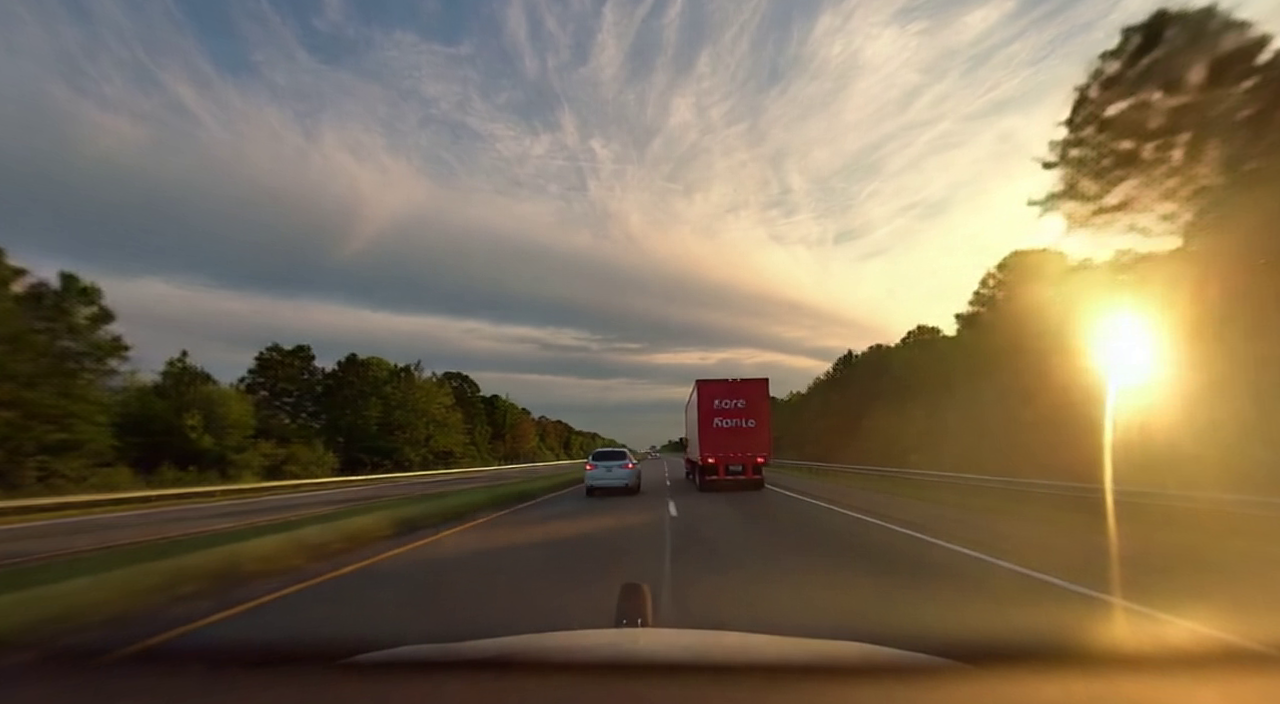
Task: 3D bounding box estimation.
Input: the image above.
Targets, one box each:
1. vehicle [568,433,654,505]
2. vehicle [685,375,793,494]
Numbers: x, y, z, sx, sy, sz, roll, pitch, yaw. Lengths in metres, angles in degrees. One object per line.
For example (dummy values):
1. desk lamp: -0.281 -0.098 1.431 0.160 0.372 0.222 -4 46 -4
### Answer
1. vehicle: -0.710 3.385 18.581 2.105 1.865 4.102 -1 -9 3
2. vehicle: 3.767 3.749 27.613 3.030 3.985 12.707 0 -9 2
